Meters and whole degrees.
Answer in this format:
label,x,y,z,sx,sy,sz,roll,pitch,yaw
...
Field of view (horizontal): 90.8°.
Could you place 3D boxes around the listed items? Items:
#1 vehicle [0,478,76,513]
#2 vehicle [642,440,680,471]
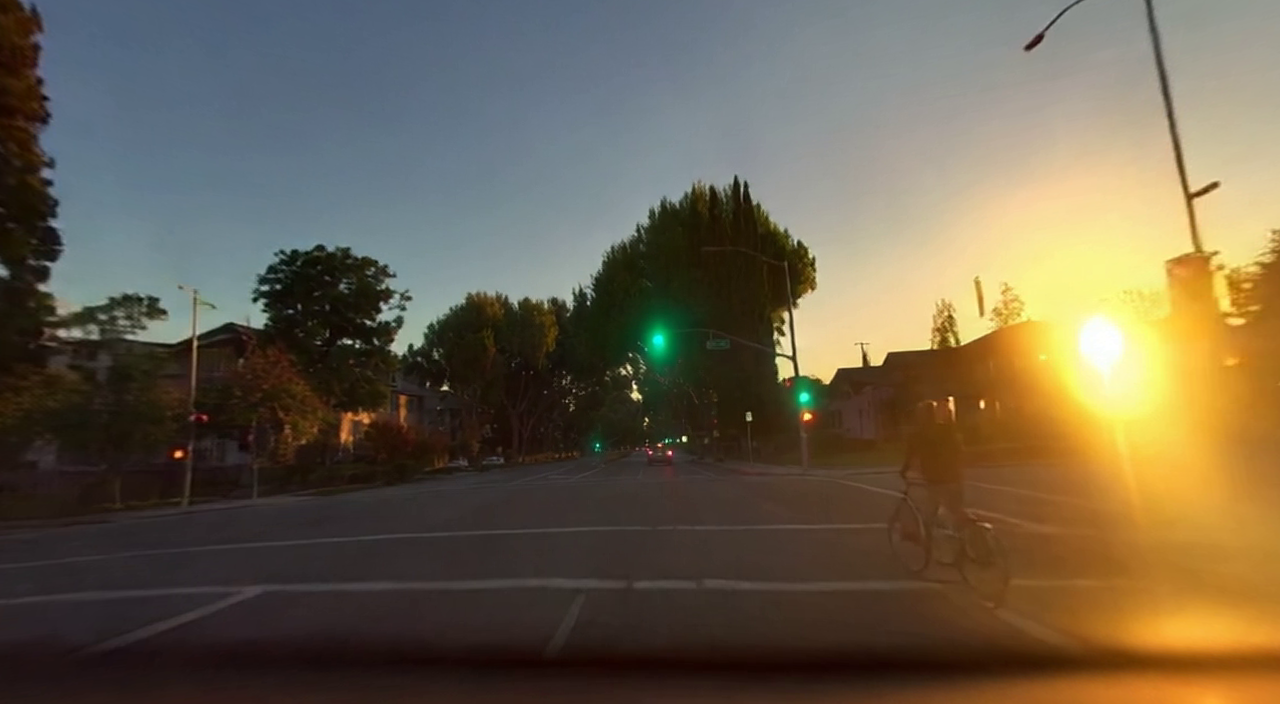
label,x,y,z,sx,sy,sz,roll,pitch,yaw
vehicle,-31.785,7.298,32.242,1.816,1.475,4.497,0,-9,0
vehicle,1.328,6.490,39.769,2.215,1.799,4.426,-1,-9,2
